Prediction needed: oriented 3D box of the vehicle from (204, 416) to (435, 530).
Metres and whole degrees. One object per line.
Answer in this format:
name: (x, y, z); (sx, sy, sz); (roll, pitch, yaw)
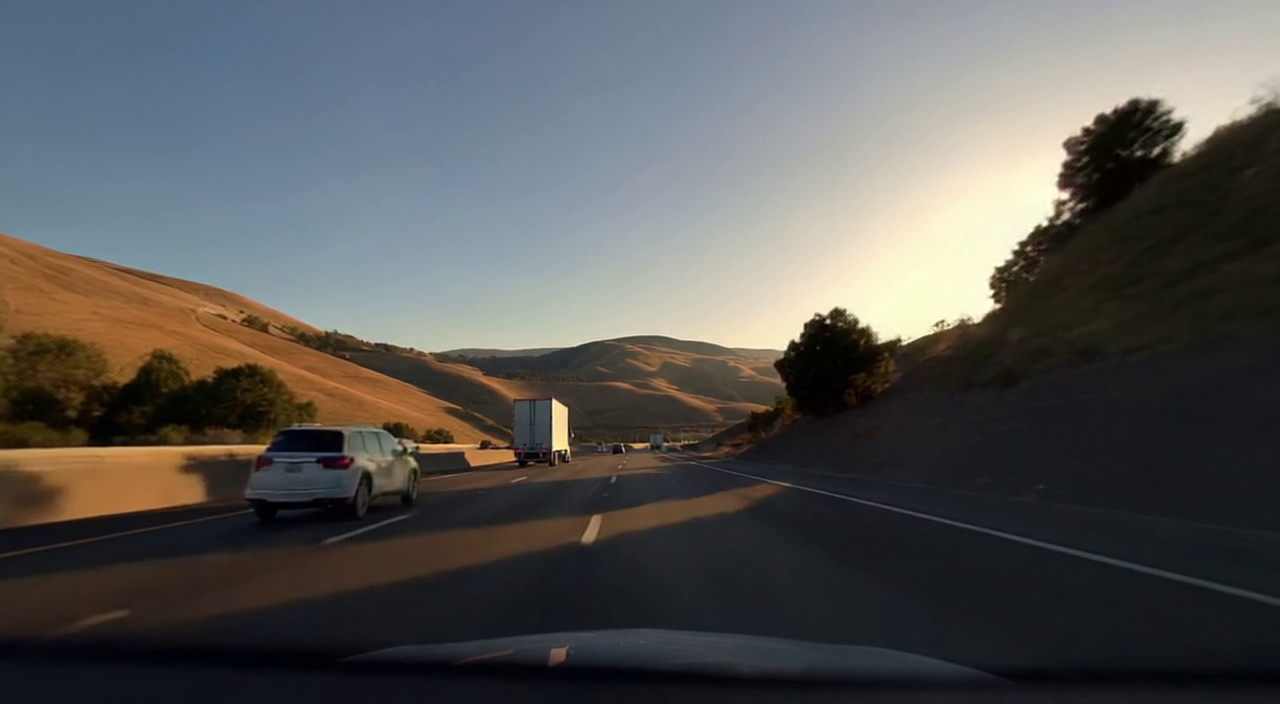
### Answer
vehicle: (-5.684, 2.199, 11.971); (2.099, 1.734, 4.413); (1, -8, -1)

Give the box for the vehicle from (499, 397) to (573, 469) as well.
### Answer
vehicle: (-6.286, 5.233, 39.943); (2.981, 3.860, 11.022); (1, -8, -1)
